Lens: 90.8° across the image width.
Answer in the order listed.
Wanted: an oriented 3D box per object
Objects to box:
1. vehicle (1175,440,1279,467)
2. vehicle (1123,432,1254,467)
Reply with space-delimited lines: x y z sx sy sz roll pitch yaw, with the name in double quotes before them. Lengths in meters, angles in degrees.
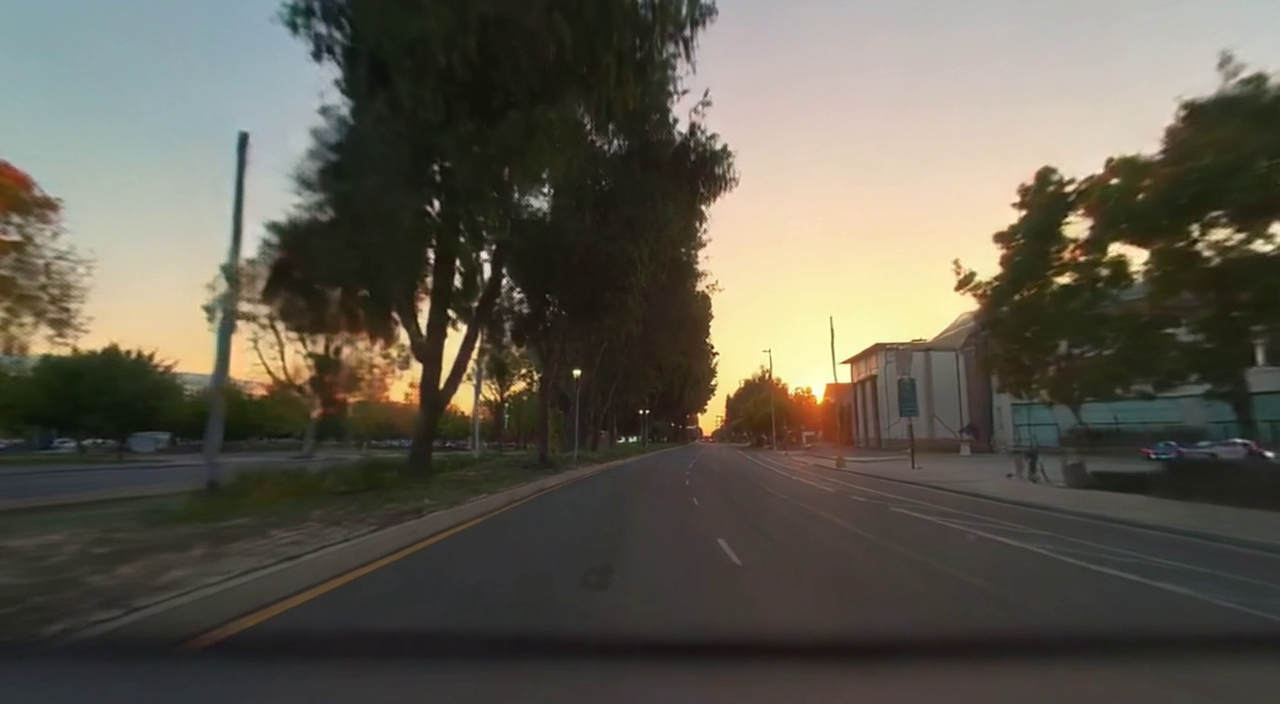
"vehicle" 32.097 5.507 34.356 4.271 1.433 1.822 0 -9 1
"vehicle" 32.614 5.815 37.713 5.608 2.033 2.152 -1 -9 3
